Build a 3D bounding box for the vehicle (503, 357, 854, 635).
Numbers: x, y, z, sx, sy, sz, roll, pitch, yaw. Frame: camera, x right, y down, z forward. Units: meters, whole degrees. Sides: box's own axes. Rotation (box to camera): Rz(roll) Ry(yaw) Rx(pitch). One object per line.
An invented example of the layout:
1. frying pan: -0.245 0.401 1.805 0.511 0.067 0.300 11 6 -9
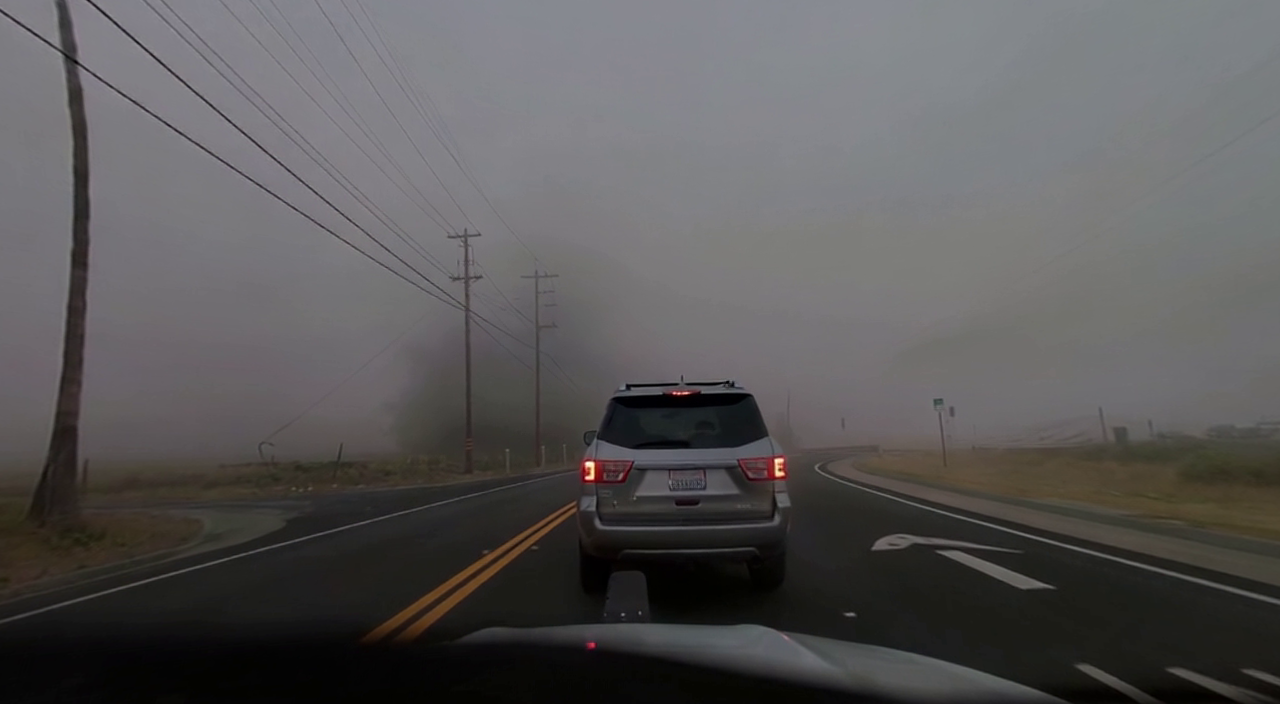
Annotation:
1. vehicle: 0.178 1.297 6.620 2.364 1.859 4.538 0 -9 -2
